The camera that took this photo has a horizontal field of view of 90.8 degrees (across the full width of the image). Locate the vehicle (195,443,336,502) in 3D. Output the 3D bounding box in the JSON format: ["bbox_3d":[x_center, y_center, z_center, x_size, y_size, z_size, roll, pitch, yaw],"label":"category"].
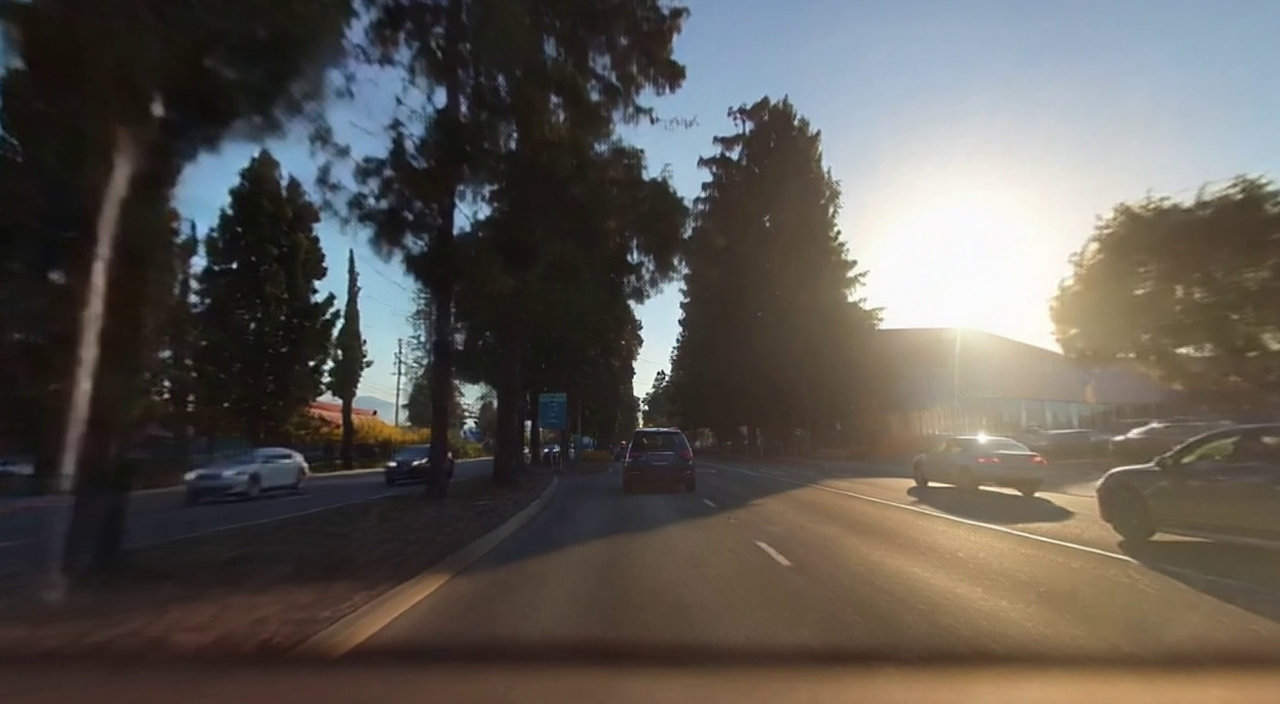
[{"bbox_3d":[-12.271,3.936,21.142,2.054,1.749,4.443,0,-8,-1],"label":"vehicle"}]

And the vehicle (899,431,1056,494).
[{"bbox_3d":[9.155,3.027,17.651,1.894,1.517,4.419,0,-8,-1],"label":"vehicle"}]

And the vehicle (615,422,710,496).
[{"bbox_3d":[0.474,3.085,18.618,2.300,1.870,4.936,0,-8,-4],"label":"vehicle"}]

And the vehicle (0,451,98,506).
[{"bbox_3d":[-25.213,4.987,25.252,5.966,1.957,2.305,-3,-9,16],"label":"vehicle"}]

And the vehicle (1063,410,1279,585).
[{"bbox_3d":[6.477,1.314,5.895,1.994,1.488,4.313,0,-8,-1],"label":"vehicle"}]

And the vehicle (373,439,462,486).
[{"bbox_3d":[-9.271,4.625,26.758,2.104,1.778,4.520,0,-8,0],"label":"vehicle"}]
